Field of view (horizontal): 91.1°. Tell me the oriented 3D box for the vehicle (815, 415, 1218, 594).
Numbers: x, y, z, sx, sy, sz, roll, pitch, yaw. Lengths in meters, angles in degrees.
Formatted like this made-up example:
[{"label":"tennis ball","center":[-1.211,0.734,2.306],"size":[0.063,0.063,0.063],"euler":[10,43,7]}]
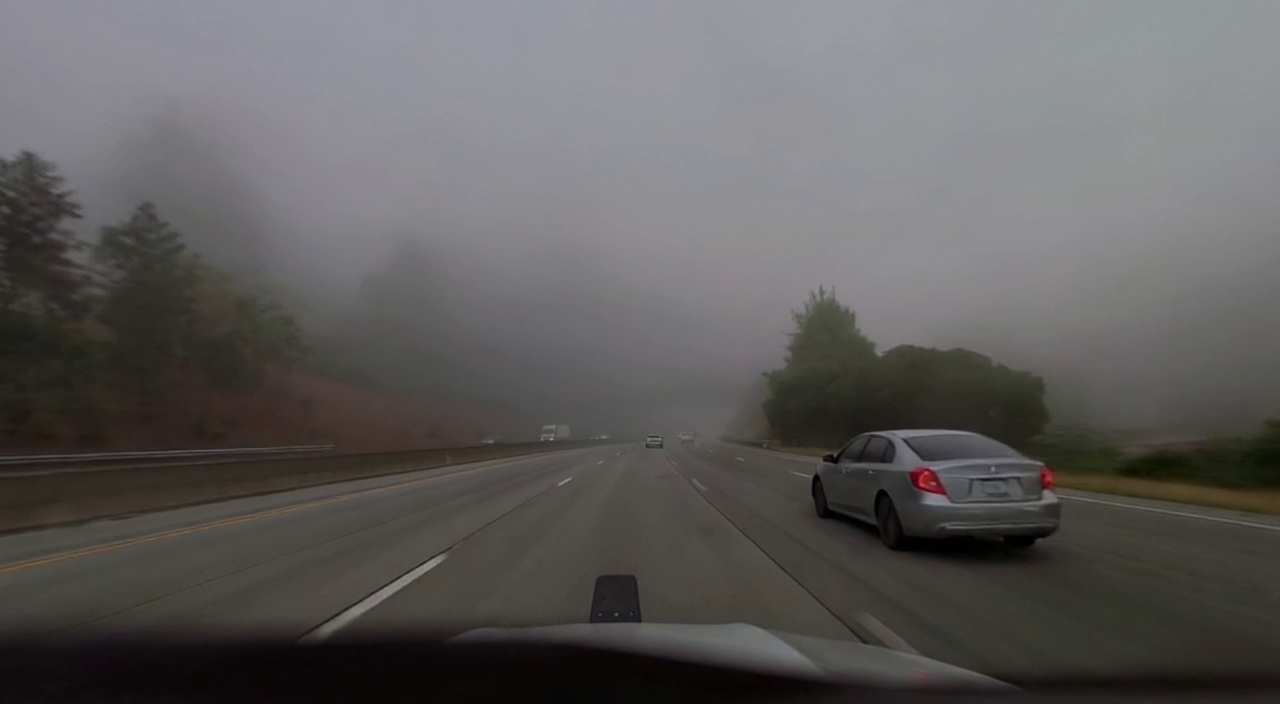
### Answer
[{"label":"vehicle","center":[3.719,1.548,7.388],"size":[1.982,1.452,4.294],"euler":[0,-8,-2]}]
